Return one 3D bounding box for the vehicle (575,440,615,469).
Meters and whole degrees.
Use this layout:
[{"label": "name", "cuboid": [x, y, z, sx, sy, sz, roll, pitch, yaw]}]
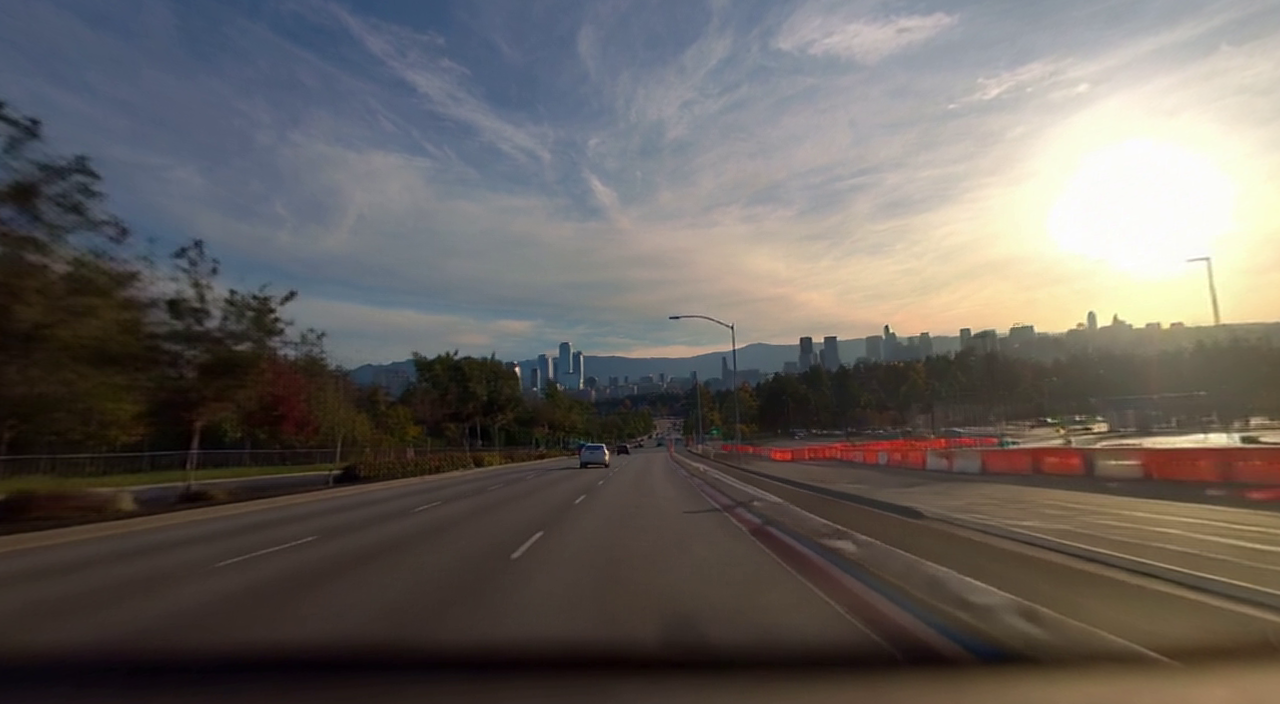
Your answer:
[{"label": "vehicle", "cuboid": [-2.700, 6.238, 38.630, 2.121, 1.654, 3.993, 0, -8, 1]}]
